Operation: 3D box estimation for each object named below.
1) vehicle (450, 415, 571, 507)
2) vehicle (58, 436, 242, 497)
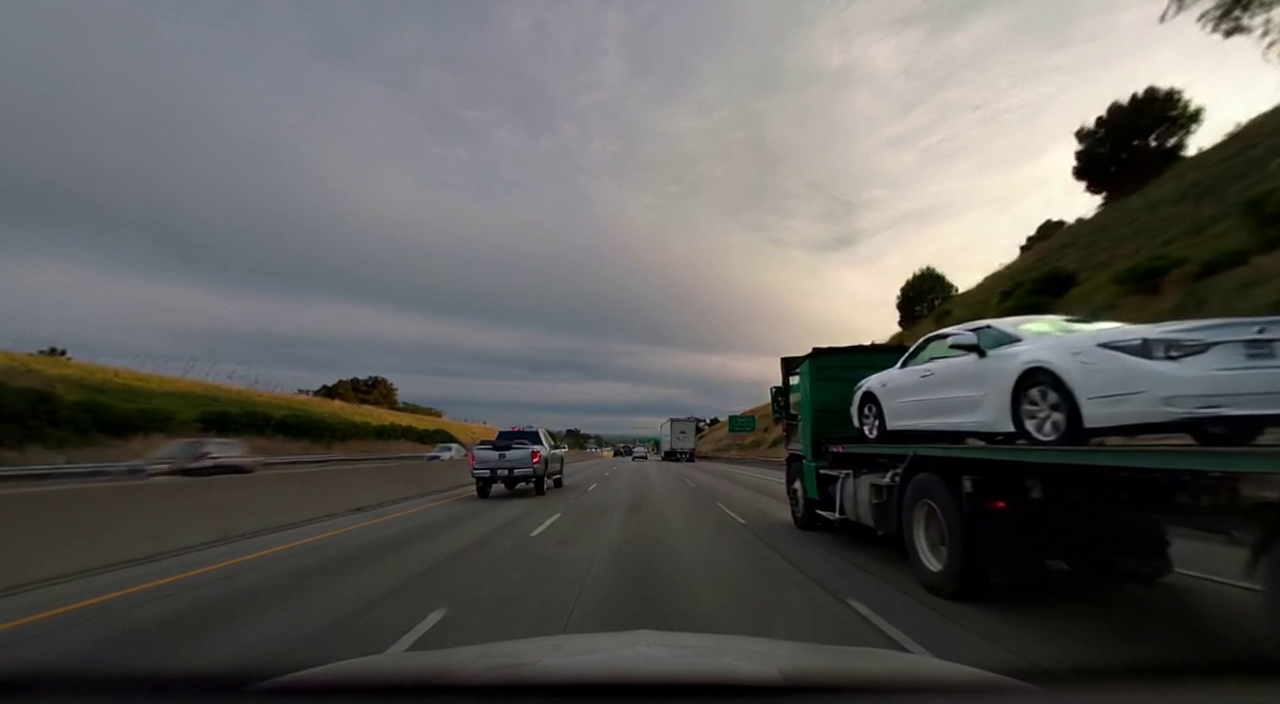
[{"bbox_3d":[-3.179,2.815,16.522,2.142,2.044,4.446,0,-9,1],"label":"vehicle"},{"bbox_3d":[-14.727,3.465,19.378,1.954,1.628,4.574,0,-9,0],"label":"vehicle"}]
